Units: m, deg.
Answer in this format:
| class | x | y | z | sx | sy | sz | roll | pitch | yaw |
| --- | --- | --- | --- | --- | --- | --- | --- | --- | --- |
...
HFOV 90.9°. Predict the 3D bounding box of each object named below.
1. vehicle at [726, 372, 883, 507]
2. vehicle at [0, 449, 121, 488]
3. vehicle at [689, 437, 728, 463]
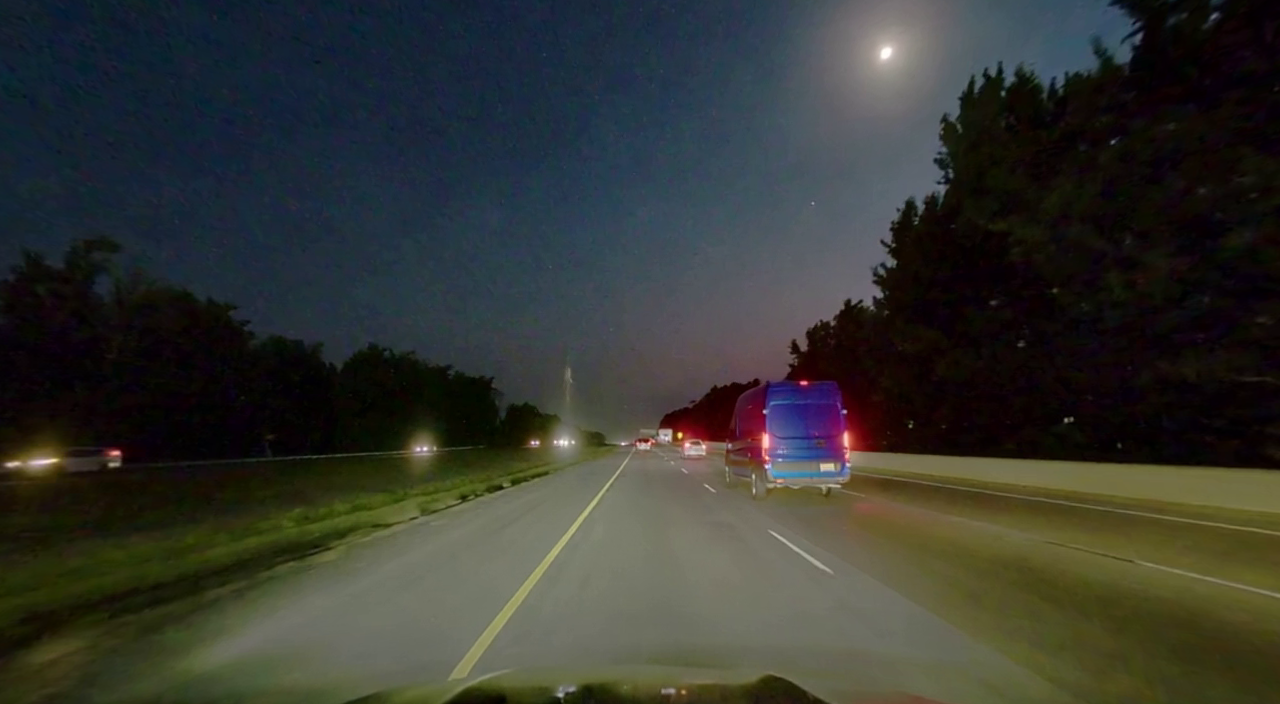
| class | x | y | z | sx | sy | sz | roll | pitch | yaw |
| --- | --- | --- | --- | --- | --- | --- | --- | --- | --- |
| vehicle | 3.672 | 2.168 | 15.558 | 2.302 | 2.670 | 5.912 | 0 | -8 | 1 |
| vehicle | -24.520 | 4.792 | 26.389 | 1.778 | 1.443 | 4.405 | 0 | -8 | 0 |
| vehicle | 4.467 | 6.467 | 41.709 | 2.034 | 1.651 | 4.342 | 0 | -8 | 0 |
